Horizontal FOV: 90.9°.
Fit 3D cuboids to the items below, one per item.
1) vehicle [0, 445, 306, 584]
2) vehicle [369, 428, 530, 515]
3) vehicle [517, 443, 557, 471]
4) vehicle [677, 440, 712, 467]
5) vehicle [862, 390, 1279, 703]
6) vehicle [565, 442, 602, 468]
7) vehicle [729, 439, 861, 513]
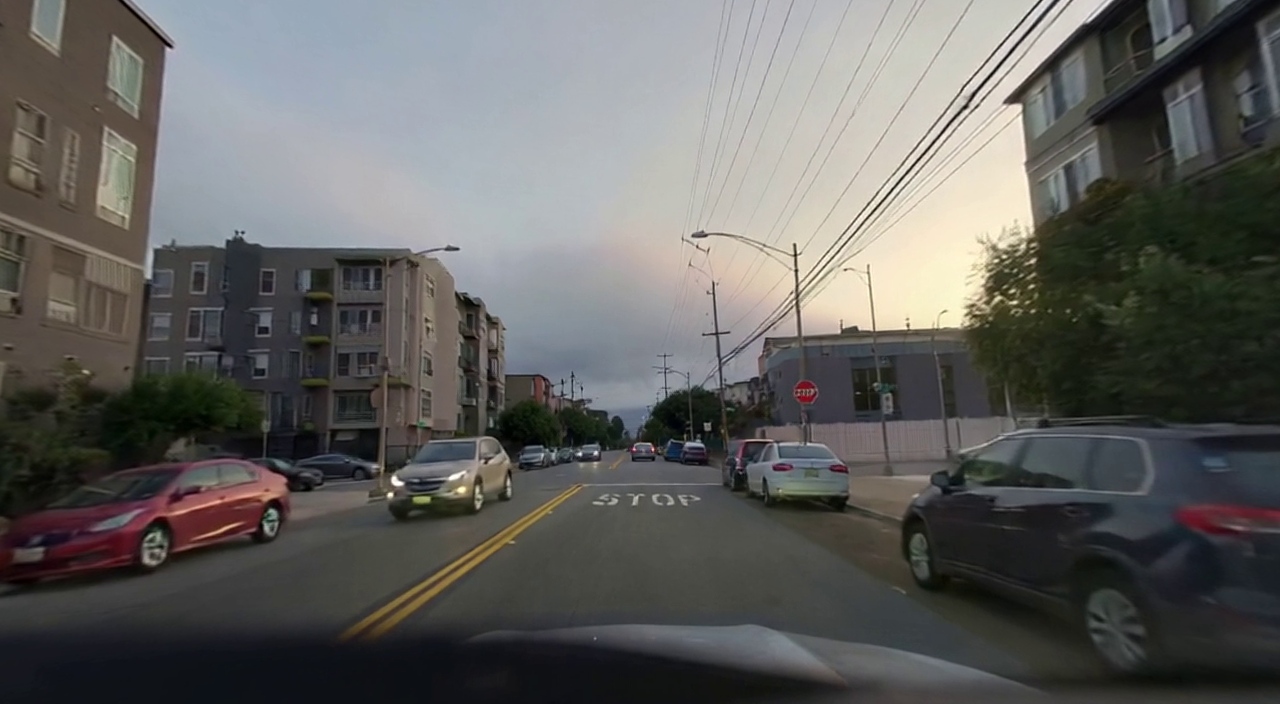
[{"bbox_3d":[-7.583,2.387,10.207,1.928,1.721,4.429,0,-9,-1],"label":"vehicle"},{"bbox_3d":[-4.349,2.836,15.420,2.452,1.778,4.634,0,-9,0],"label":"vehicle"},{"bbox_3d":[-7.516,7.682,46.282,2.140,1.874,4.475,0,-9,0],"label":"vehicle"},{"bbox_3d":[3.874,7.359,45.767,2.164,1.721,4.416,-4,-9,1],"label":"vehicle"},{"bbox_3d":[3.702,1.330,5.018,2.040,1.637,4.734,0,-9,-1],"label":"vehicle"},{"bbox_3d":[-4.132,7.610,46.732,2.201,1.801,4.750,-1,-9,2],"label":"vehicle"},{"bbox_3d":[3.537,2.910,15.351,1.888,1.495,4.567,0,-9,-2],"label":"vehicle"}]
